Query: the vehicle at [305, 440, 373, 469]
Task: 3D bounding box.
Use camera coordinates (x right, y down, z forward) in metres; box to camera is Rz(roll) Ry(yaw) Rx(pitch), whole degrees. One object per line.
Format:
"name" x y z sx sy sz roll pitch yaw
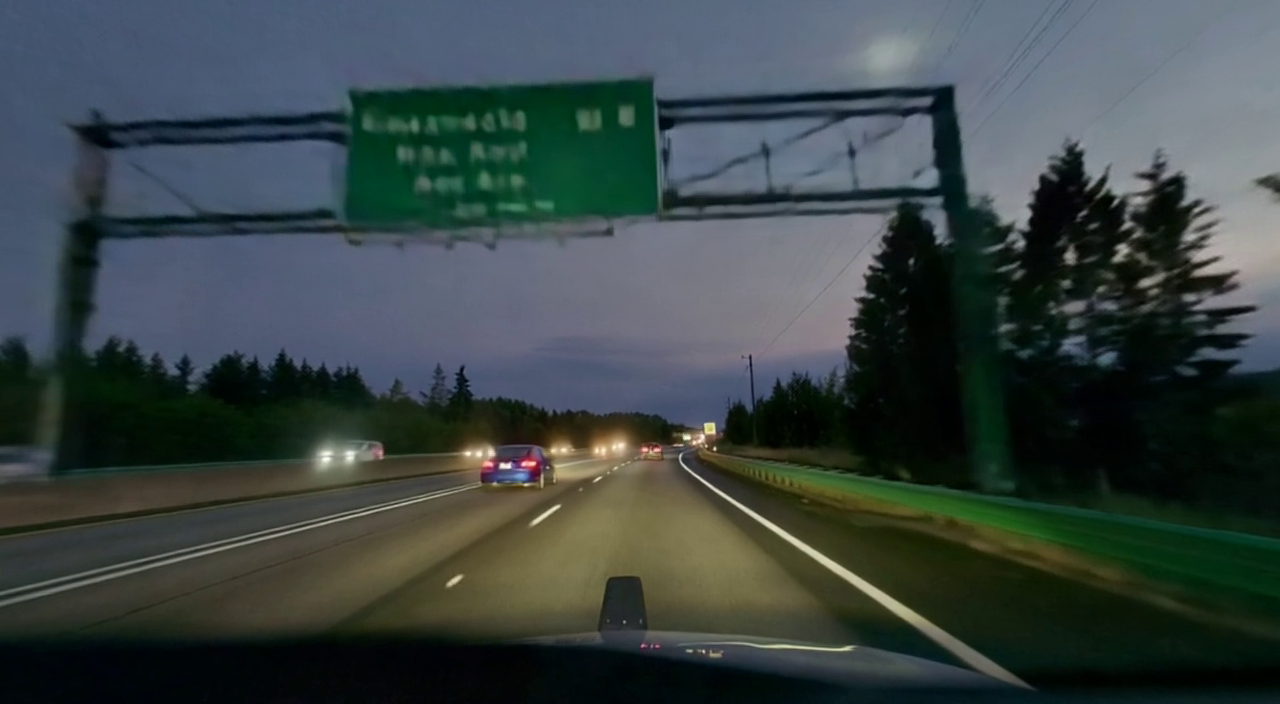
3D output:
"vehicle" -19.072 6.470 40.139 1.998 1.724 4.404 0 -8 2

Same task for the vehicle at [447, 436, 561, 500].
"vehicle" -3.506 3.079 17.212 2.021 1.515 4.453 0 -8 2

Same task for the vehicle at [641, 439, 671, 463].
"vehicle" 1.254 7.498 48.025 2.176 1.725 4.182 0 -8 3
